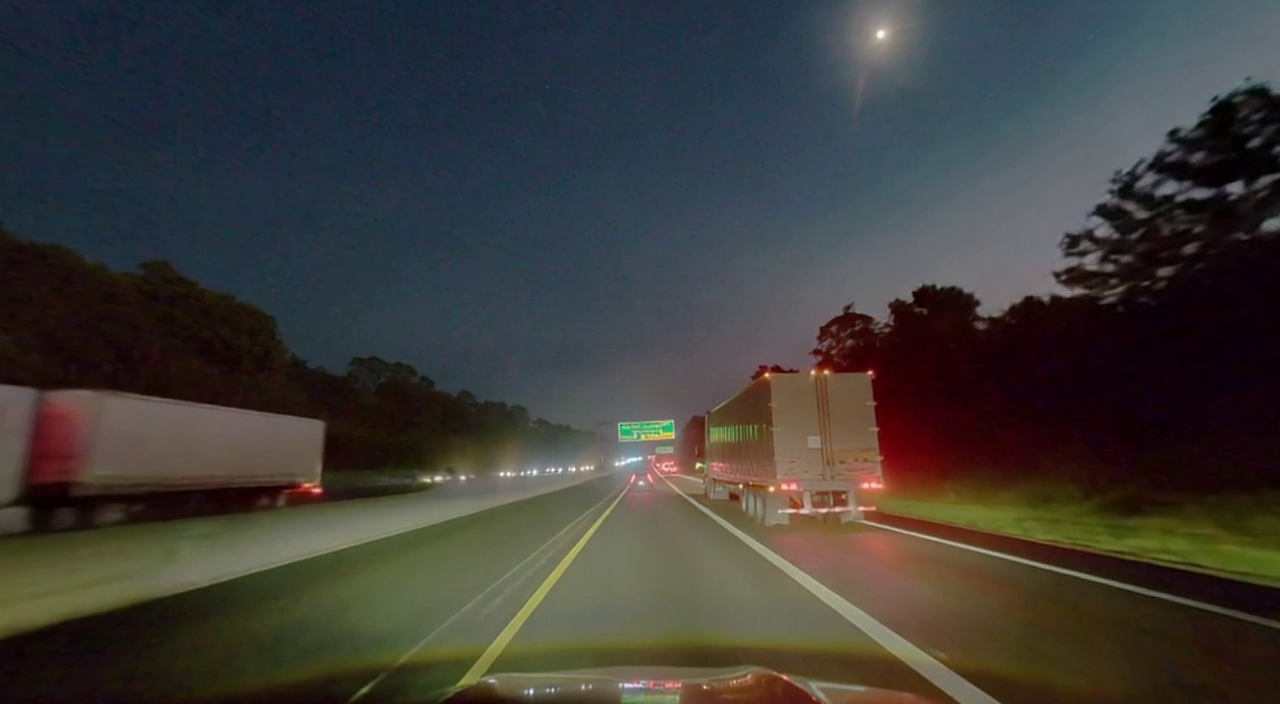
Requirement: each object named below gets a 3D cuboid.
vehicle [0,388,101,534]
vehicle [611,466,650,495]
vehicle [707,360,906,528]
[{"bbox_3d":[-15.813,2.104,12.371,2.912,3.234,8.258,1,-10,0],"label":"vehicle"},{"bbox_3d":[-0.478,7.046,34.680,2.010,1.436,3.973,1,-10,1],"label":"vehicle"},{"bbox_3d":[4.777,3.505,22.516,3.218,4.001,14.492,1,-10,0],"label":"vehicle"}]
